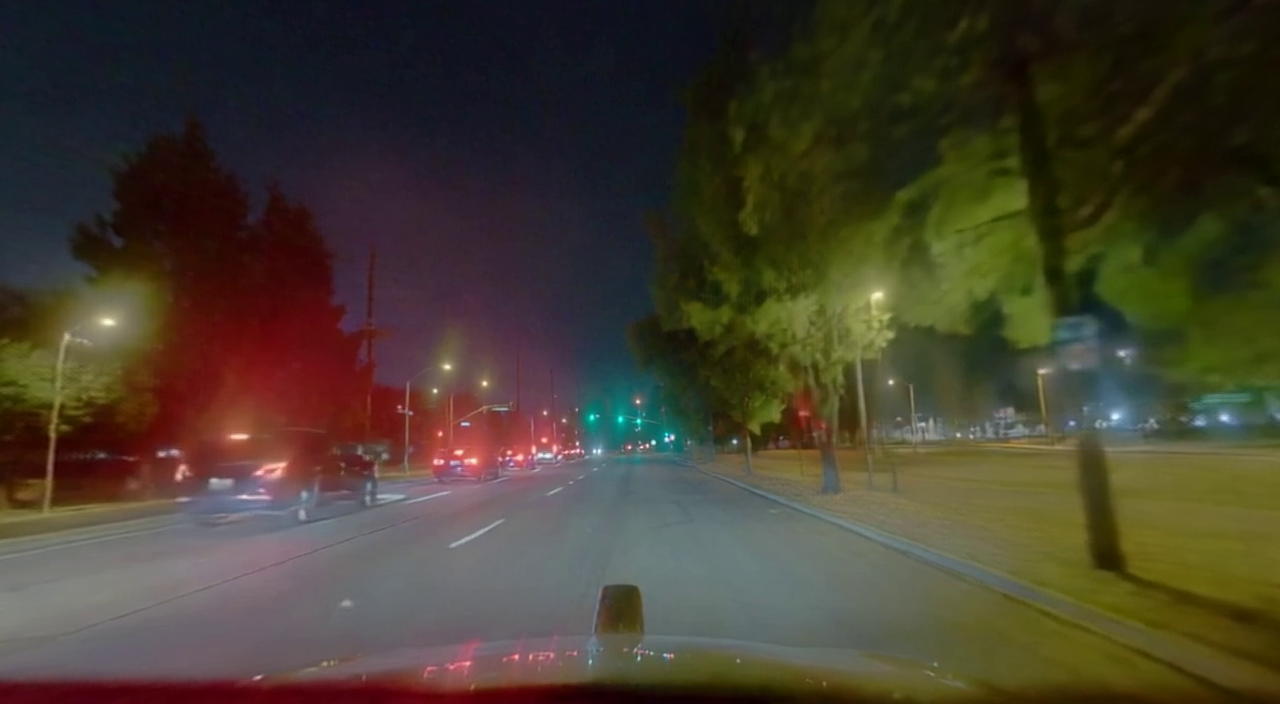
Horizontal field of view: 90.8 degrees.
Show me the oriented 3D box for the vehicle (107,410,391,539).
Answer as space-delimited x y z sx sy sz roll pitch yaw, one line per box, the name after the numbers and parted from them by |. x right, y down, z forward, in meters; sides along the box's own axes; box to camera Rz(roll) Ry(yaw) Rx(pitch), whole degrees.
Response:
-6.712 2.174 11.796 2.337 1.862 4.924 1 -9 -4 | vehicle

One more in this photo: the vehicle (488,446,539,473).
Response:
-7.119 6.100 36.051 2.008 1.456 4.409 0 -9 0 | vehicle

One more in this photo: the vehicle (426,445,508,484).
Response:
-7.157 4.694 26.745 2.030 1.482 4.818 0 -9 1 | vehicle

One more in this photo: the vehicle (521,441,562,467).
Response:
-7.090 7.397 46.017 2.101 1.768 5.040 0 -9 0 | vehicle
